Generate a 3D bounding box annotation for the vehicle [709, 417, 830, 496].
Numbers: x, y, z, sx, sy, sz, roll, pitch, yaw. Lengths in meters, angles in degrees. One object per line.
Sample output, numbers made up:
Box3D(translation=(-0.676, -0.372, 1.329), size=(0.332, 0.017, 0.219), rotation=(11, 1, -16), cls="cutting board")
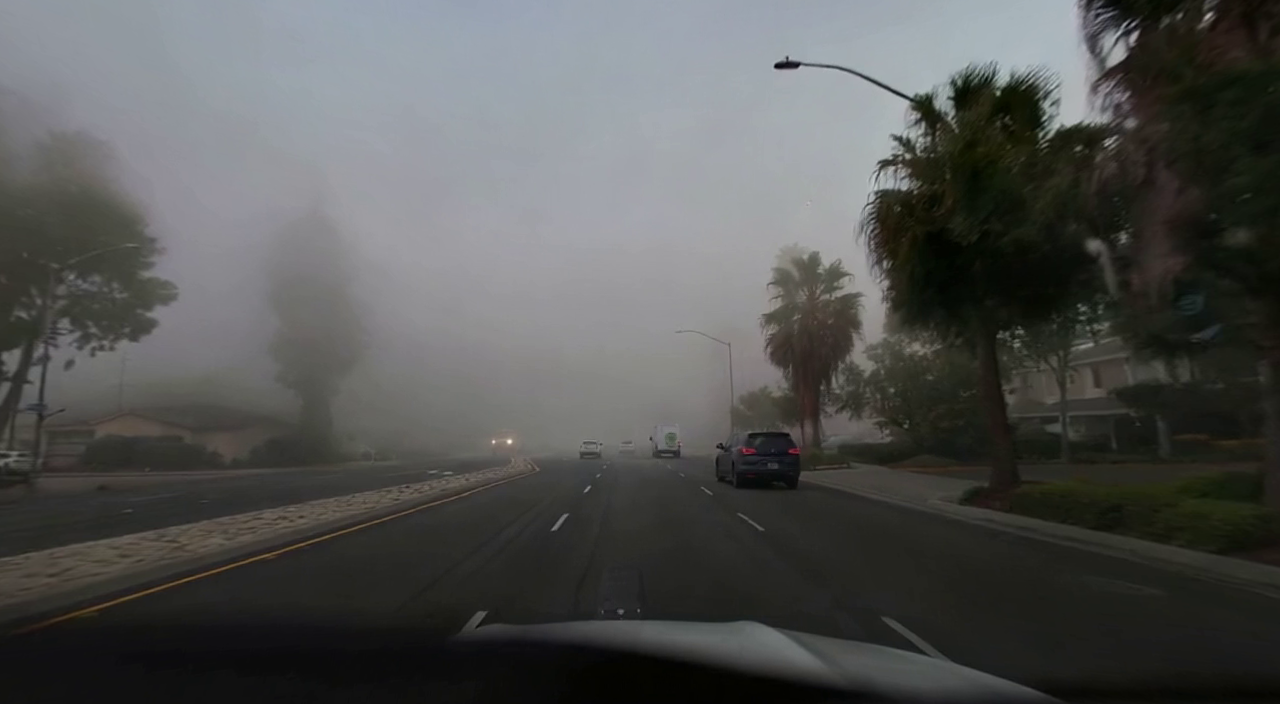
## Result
Box3D(translation=(3.431, 2.902, 17.781), size=(2.244, 1.901, 4.561), rotation=(0, -8, -3), cls="vehicle")
